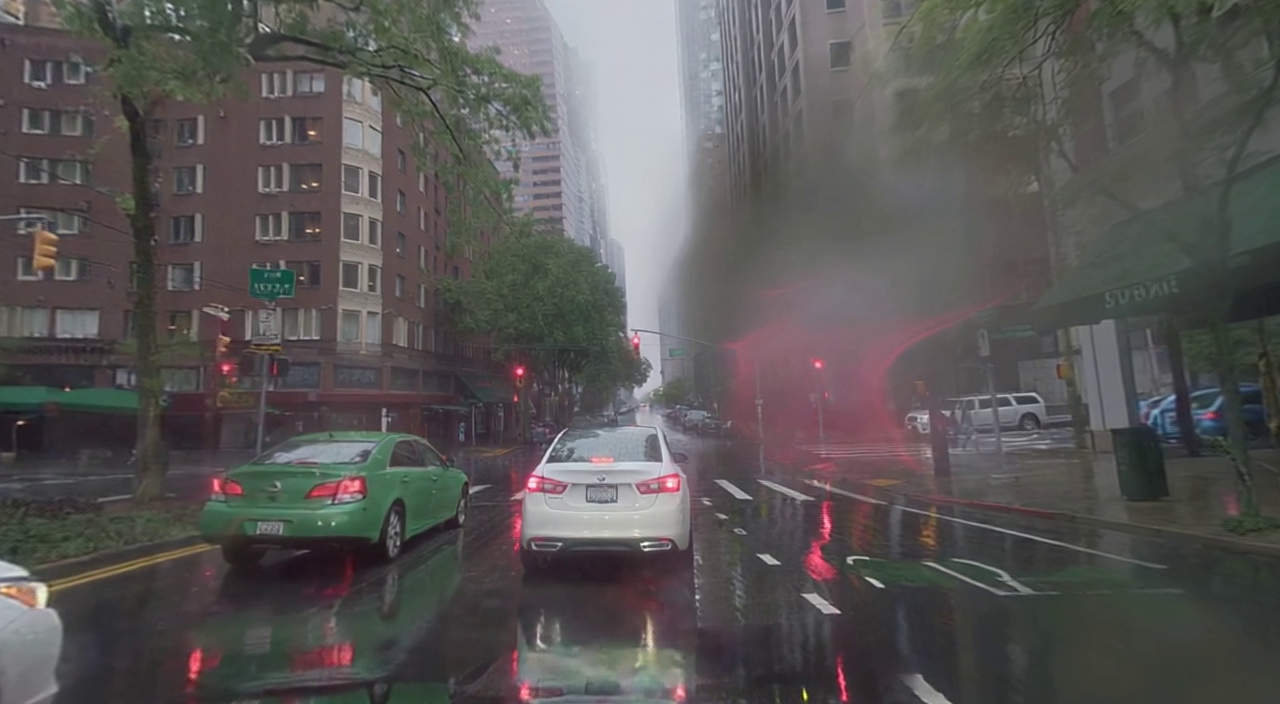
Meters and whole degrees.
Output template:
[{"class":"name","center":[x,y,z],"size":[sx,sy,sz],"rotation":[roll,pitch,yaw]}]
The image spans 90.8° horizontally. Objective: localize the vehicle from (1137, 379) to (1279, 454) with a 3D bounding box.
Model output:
[{"class":"vehicle","center":[21.627,2.388,22.769],"size":[5.863,2.493,2.354],"rotation":[1,-9,-11]}]

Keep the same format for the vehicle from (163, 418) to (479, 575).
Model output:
[{"class":"vehicle","center":[-3.694,1.742,8.415],"size":[1.934,1.522,4.287],"rotation":[0,-9,0]}]

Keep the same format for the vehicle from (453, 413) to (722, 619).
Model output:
[{"class":"vehicle","center":[-0.411,1.518,6.737],"size":[1.999,1.520,3.896],"rotation":[0,-8,-1]}]
